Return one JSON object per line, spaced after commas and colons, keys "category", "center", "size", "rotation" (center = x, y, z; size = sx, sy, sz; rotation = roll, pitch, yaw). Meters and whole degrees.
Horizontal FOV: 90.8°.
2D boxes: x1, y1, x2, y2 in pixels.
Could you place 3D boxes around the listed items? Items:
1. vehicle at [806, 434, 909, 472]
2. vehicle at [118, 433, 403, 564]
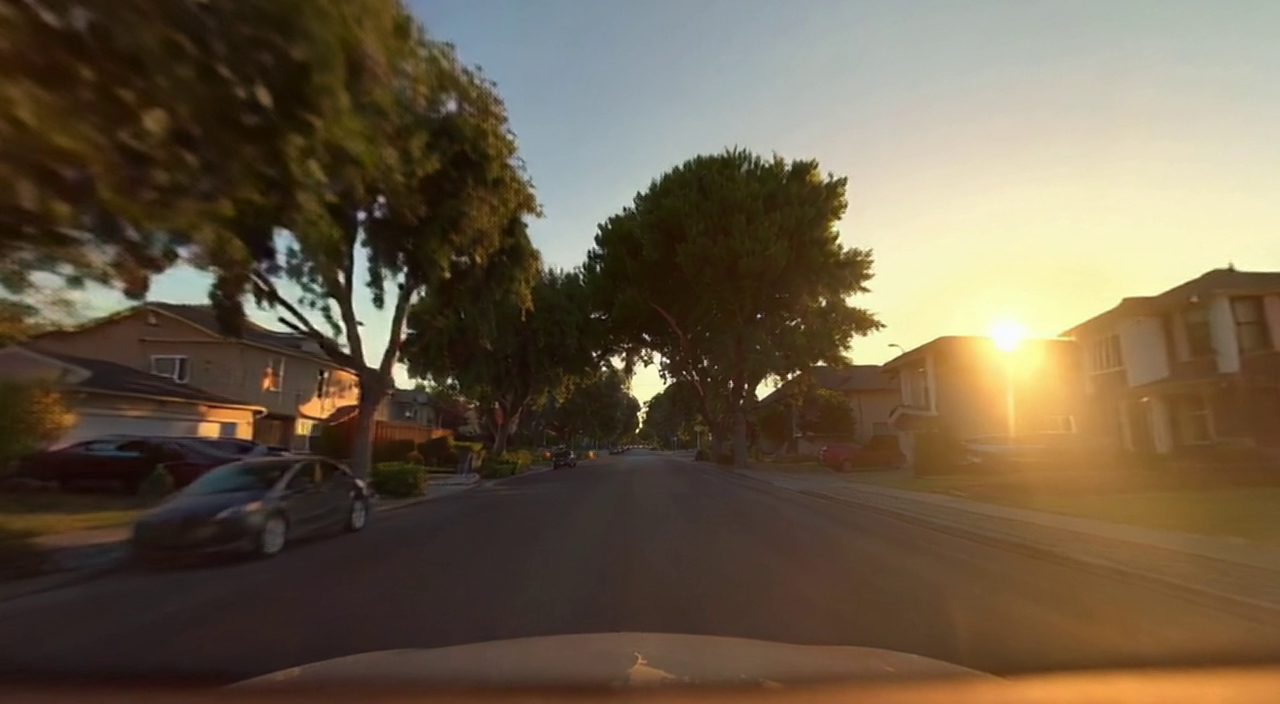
{"category": "vehicle", "center": [11.311, 5.267, 33.071], "size": [4.626, 1.880, 1.980], "rotation": [1, -9, -9]}
{"category": "vehicle", "center": [-5.636, 2.188, 10.192], "size": [1.944, 1.621, 4.187], "rotation": [-1, -9, 0]}
